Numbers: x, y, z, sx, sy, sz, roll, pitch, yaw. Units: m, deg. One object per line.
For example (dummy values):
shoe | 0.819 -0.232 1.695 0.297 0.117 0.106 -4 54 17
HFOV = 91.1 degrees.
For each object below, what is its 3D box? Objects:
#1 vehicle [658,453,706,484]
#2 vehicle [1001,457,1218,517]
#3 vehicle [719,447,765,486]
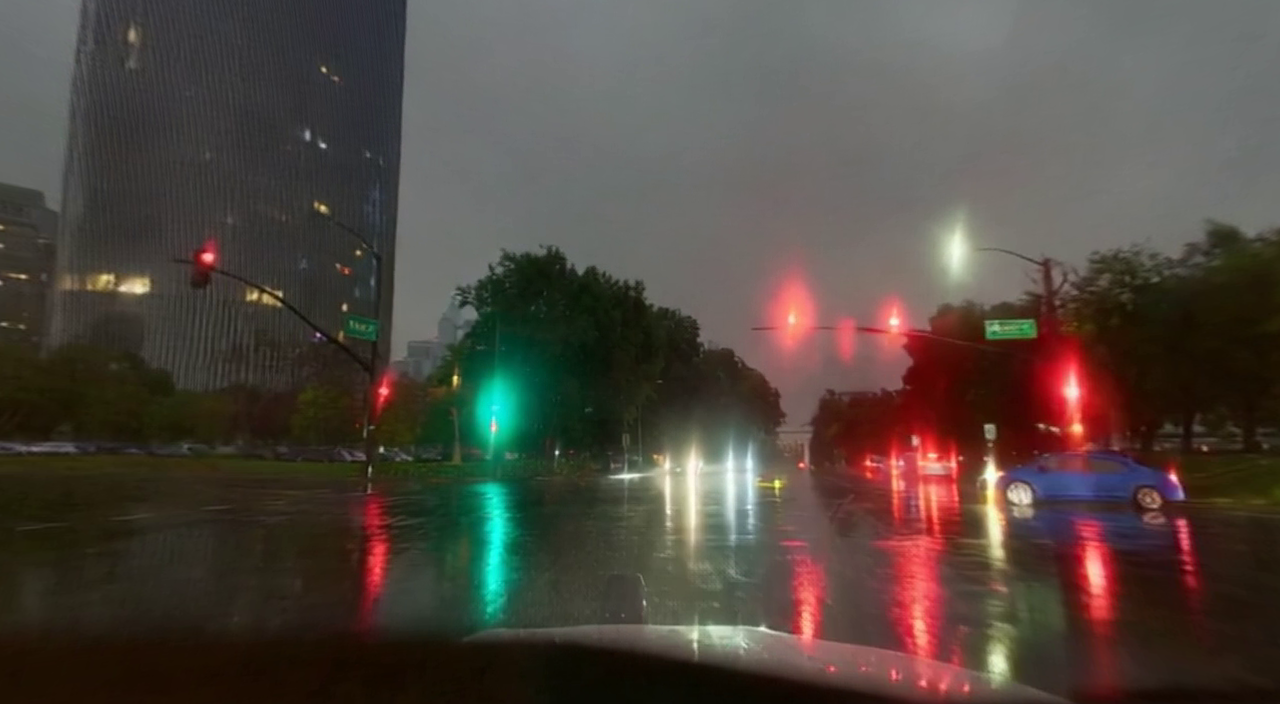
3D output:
vehicle | 2.368 6.283 34.243 2.068 1.486 4.664 -2 -9 10
vehicle | 14.186 4.029 19.264 1.971 1.503 4.896 7 -11 -39
vehicle | 4.872 5.452 30.255 2.018 1.699 4.751 -1 -9 8
